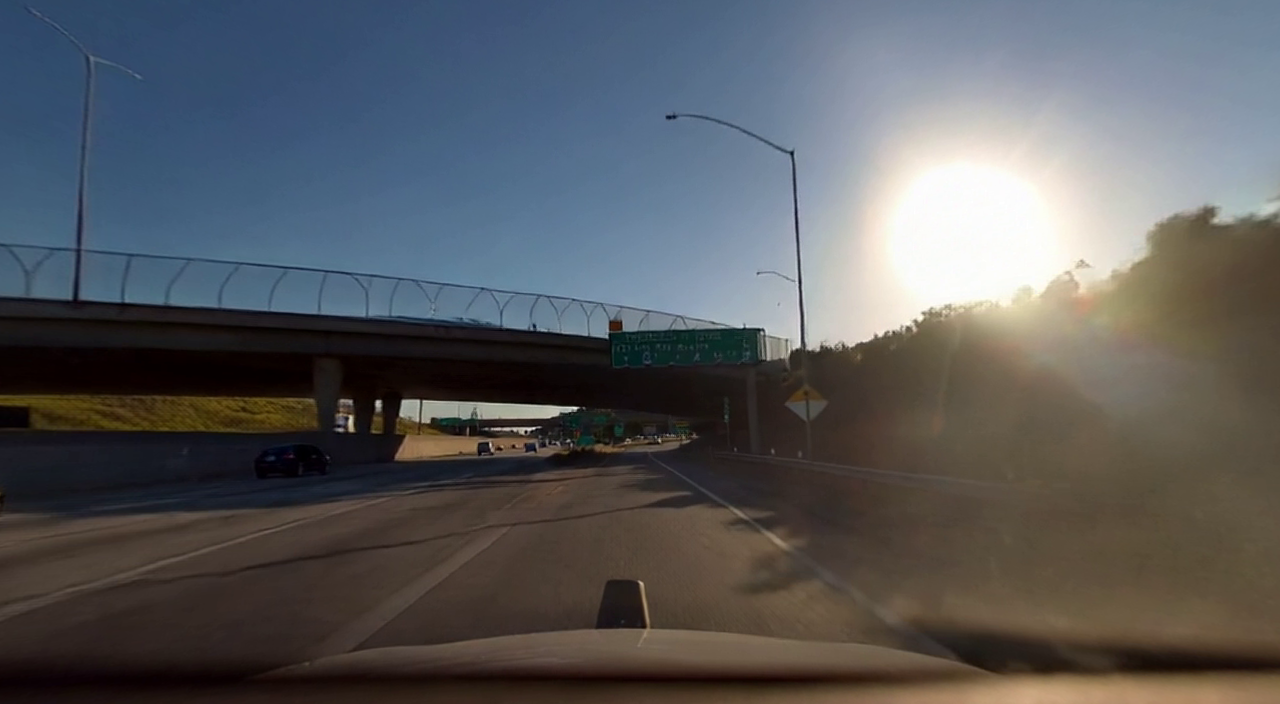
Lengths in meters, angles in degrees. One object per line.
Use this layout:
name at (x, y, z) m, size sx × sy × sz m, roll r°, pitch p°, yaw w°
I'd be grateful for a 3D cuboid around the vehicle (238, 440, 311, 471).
vehicle at (-21.532, 6.122, 37.321) m, size 2.093 × 1.735 × 4.285 m, roll 1°, pitch -9°, yaw -6°
